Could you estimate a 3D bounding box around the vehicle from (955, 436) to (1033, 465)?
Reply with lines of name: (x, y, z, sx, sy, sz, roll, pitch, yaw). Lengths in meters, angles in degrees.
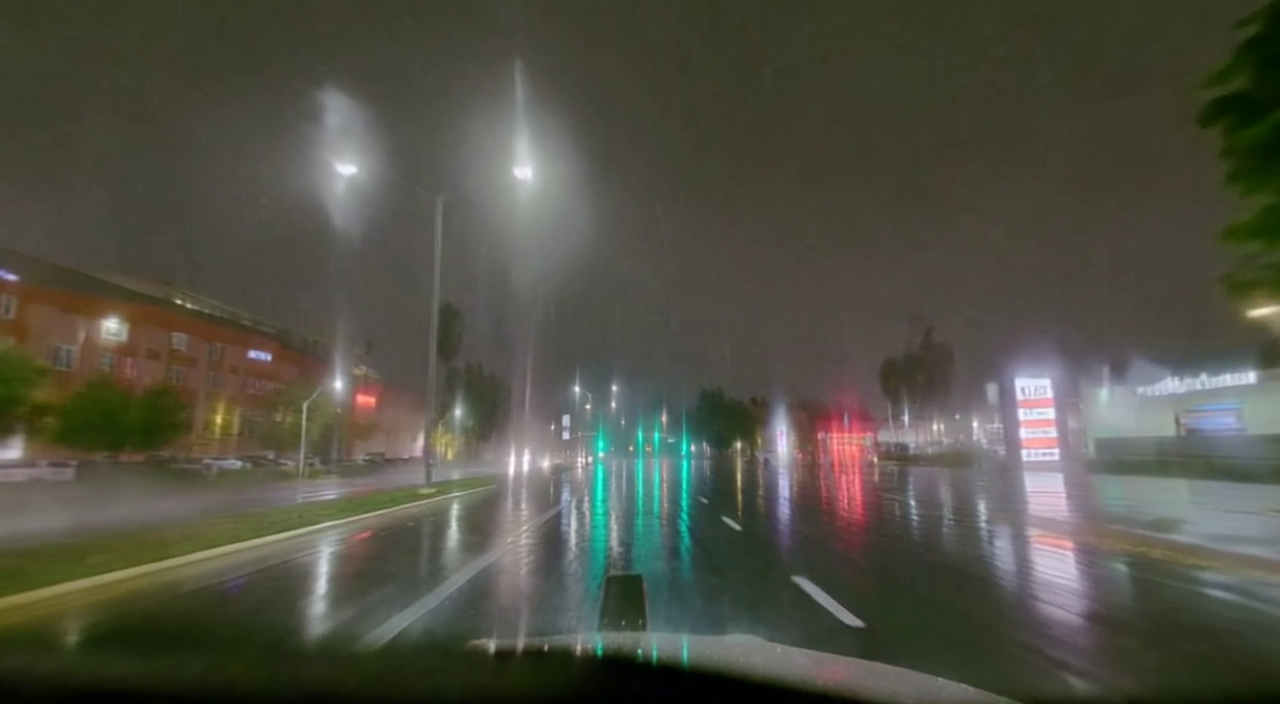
vehicle: (26.973, 7.534, 47.986, 4.569, 1.929, 2.084, -2, -10, -2)

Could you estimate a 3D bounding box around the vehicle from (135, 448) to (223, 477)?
vehicle: (-35.769, 8.548, 48.948, 2.471, 2.129, 5.492, 0, -9, 3)

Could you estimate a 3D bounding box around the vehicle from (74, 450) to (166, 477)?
vehicle: (-40.477, 8.675, 49.083, 2.266, 1.915, 5.560, 0, -9, 3)
